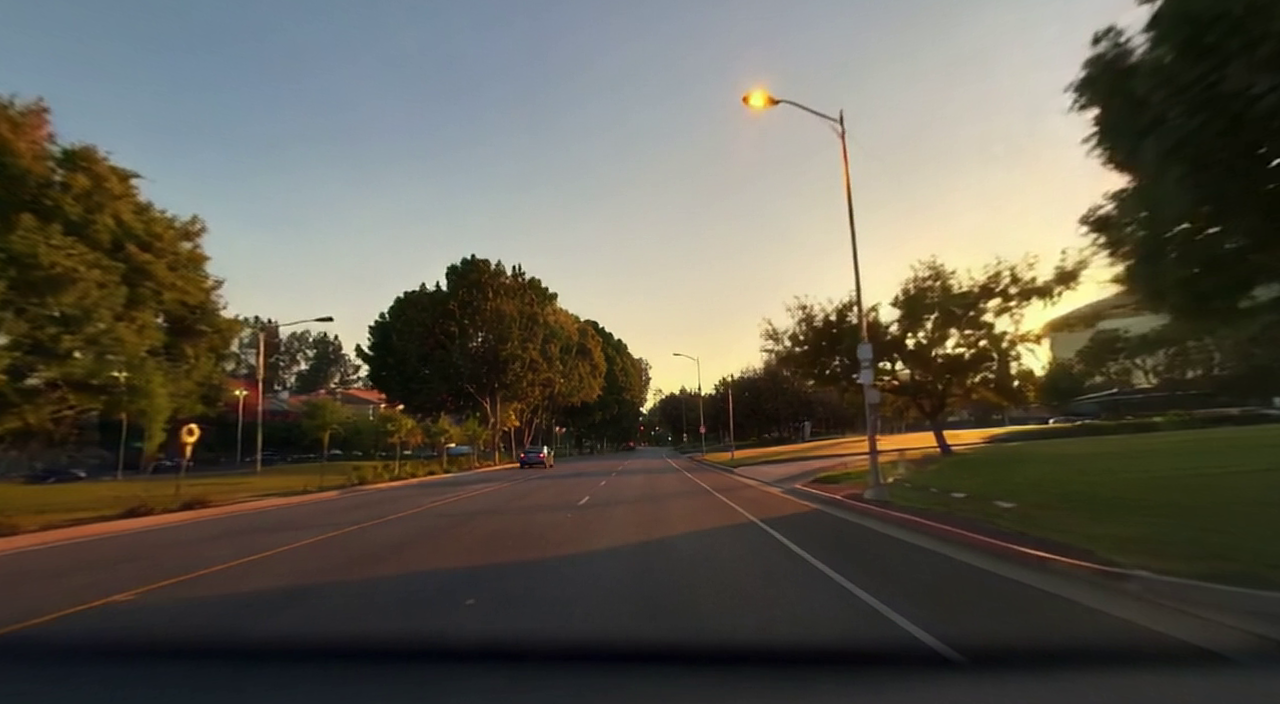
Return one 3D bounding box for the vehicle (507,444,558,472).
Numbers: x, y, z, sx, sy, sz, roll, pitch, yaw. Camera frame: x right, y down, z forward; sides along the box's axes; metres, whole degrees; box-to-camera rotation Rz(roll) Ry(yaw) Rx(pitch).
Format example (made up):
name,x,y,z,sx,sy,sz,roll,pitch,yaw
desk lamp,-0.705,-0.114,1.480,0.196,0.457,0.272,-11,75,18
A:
name,x,y,z,sx,sy,sz,roll,pitch,yaw
vehicle,-5.939,5.911,35.499,1.945,1.461,4.605,-1,-8,2
